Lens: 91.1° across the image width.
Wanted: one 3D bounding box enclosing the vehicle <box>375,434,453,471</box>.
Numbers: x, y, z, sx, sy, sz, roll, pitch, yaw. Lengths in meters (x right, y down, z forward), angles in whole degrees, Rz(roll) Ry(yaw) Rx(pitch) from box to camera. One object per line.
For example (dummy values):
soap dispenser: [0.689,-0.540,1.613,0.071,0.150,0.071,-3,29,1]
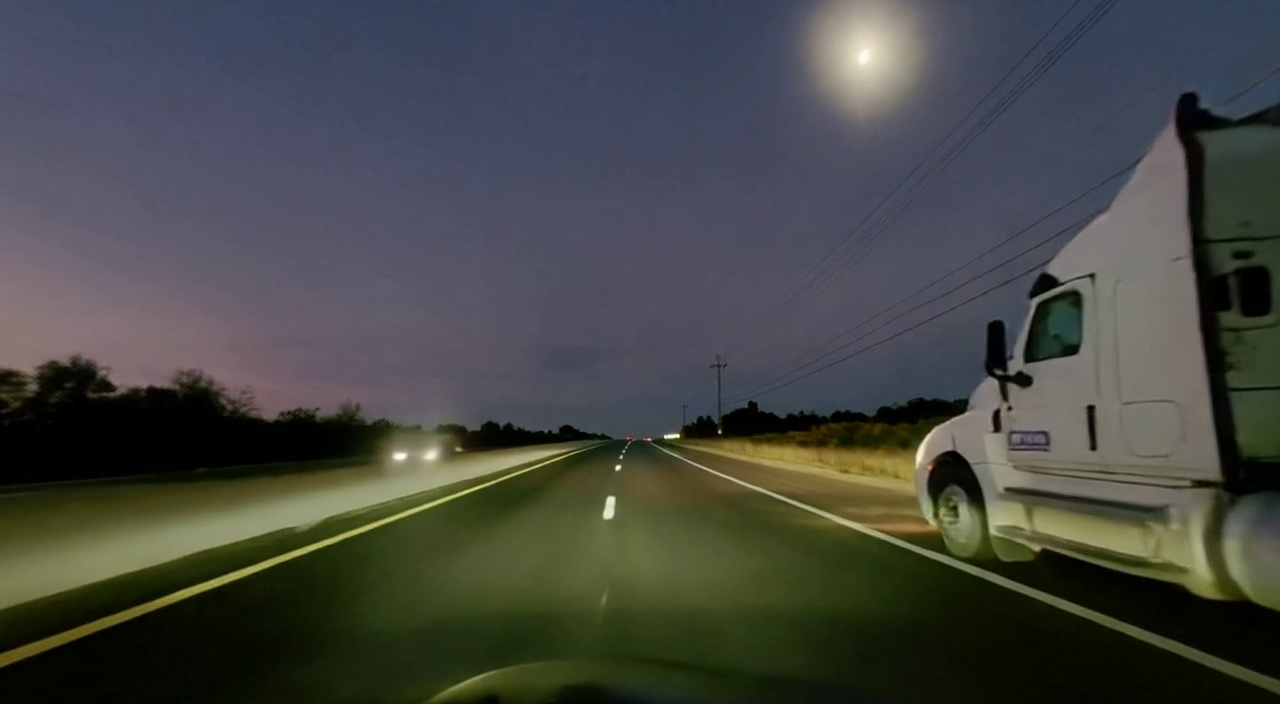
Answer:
vehicle: [-9.922,4.422,28.007,1.879,1.461,4.558,0,-8,-1]
